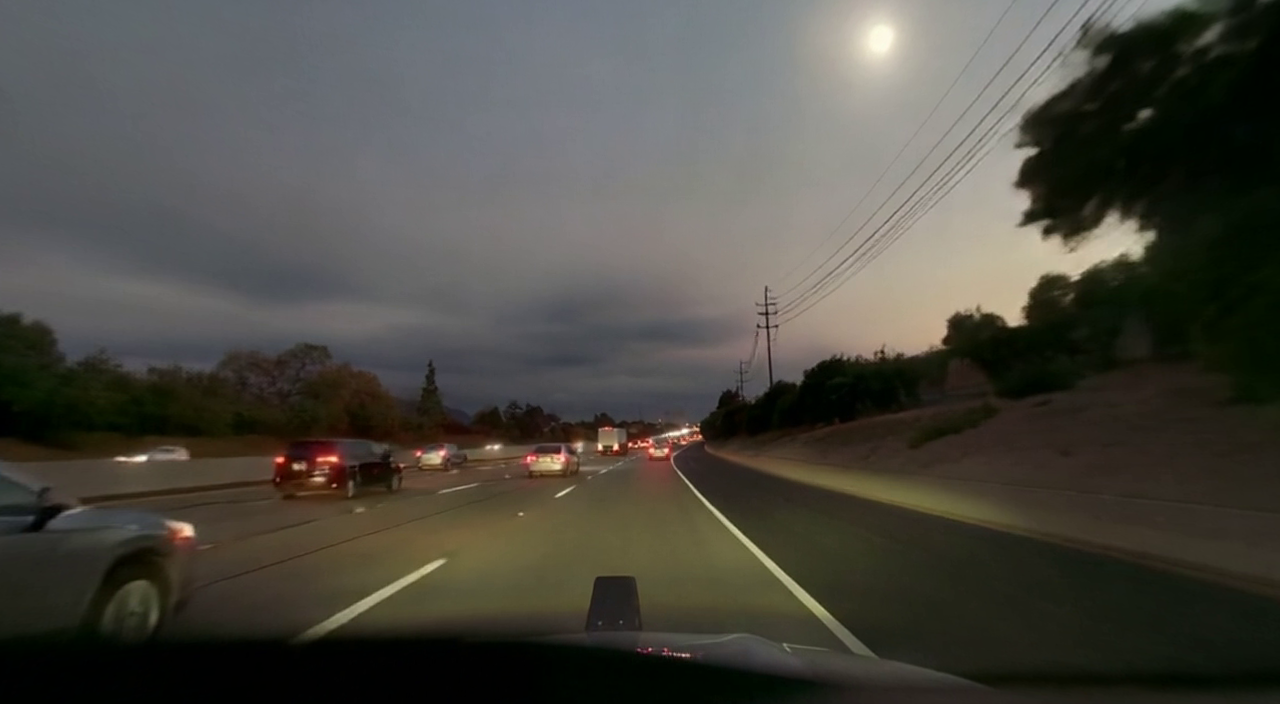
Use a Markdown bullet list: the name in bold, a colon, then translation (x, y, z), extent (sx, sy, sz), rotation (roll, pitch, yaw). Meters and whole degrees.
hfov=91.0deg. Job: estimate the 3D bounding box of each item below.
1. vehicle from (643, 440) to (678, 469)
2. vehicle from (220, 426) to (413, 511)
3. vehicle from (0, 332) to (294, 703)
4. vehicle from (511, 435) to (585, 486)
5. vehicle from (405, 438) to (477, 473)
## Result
- **vehicle**: translation (1.308, 6.316, 38.832), extent (2.038, 1.677, 4.219), rotation (0, -9, 3)
- **vehicle**: translation (-7.463, 2.735, 15.267), extent (2.043, 1.696, 4.851), rotation (0, -9, 1)
- **vehicle**: translation (-3.680, 0.759, 2.059), extent (2.202, 1.801, 4.959), rotation (0, -9, 1)
- **vehicle**: translation (-3.254, 3.932, 23.105), extent (1.976, 1.688, 4.124), rotation (0, -9, 1)
- **vehicle**: translation (-10.449, 5.492, 33.558), extent (2.097, 1.722, 4.981), rotation (0, -9, 2)
